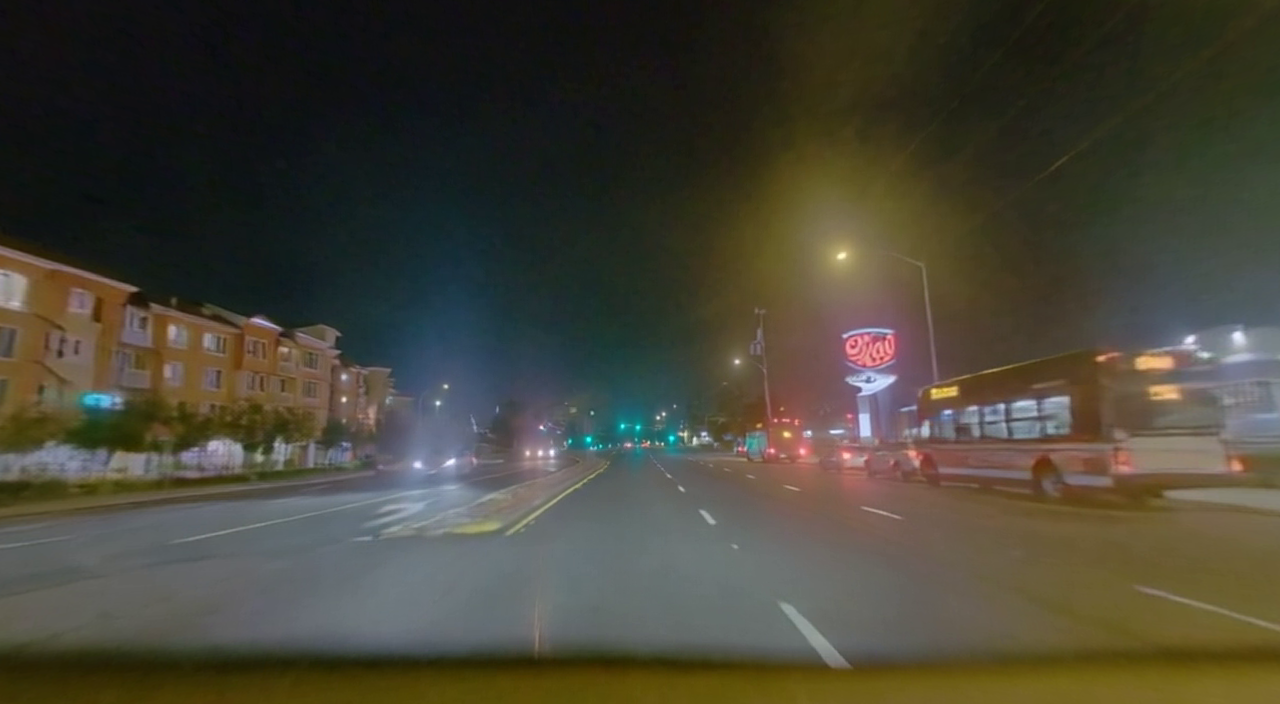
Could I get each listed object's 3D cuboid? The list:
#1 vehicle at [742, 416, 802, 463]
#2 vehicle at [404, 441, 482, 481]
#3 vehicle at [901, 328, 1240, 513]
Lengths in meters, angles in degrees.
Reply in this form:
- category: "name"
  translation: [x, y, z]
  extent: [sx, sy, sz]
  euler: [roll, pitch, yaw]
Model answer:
- category: "vehicle"
  translation: [9.791, 6.610, 47.604]
  extent: [2.923, 3.249, 6.993]
  euler: [0, -8, 0]
- category: "vehicle"
  translation: [-8.931, 4.967, 29.174]
  extent: [1.939, 1.643, 4.975]
  euler: [0, -8, 1]
- category: "vehicle"
  translation: [9.944, 1.855, 16.214]
  extent: [2.897, 3.584, 7.857]
  euler: [0, -8, -2]
